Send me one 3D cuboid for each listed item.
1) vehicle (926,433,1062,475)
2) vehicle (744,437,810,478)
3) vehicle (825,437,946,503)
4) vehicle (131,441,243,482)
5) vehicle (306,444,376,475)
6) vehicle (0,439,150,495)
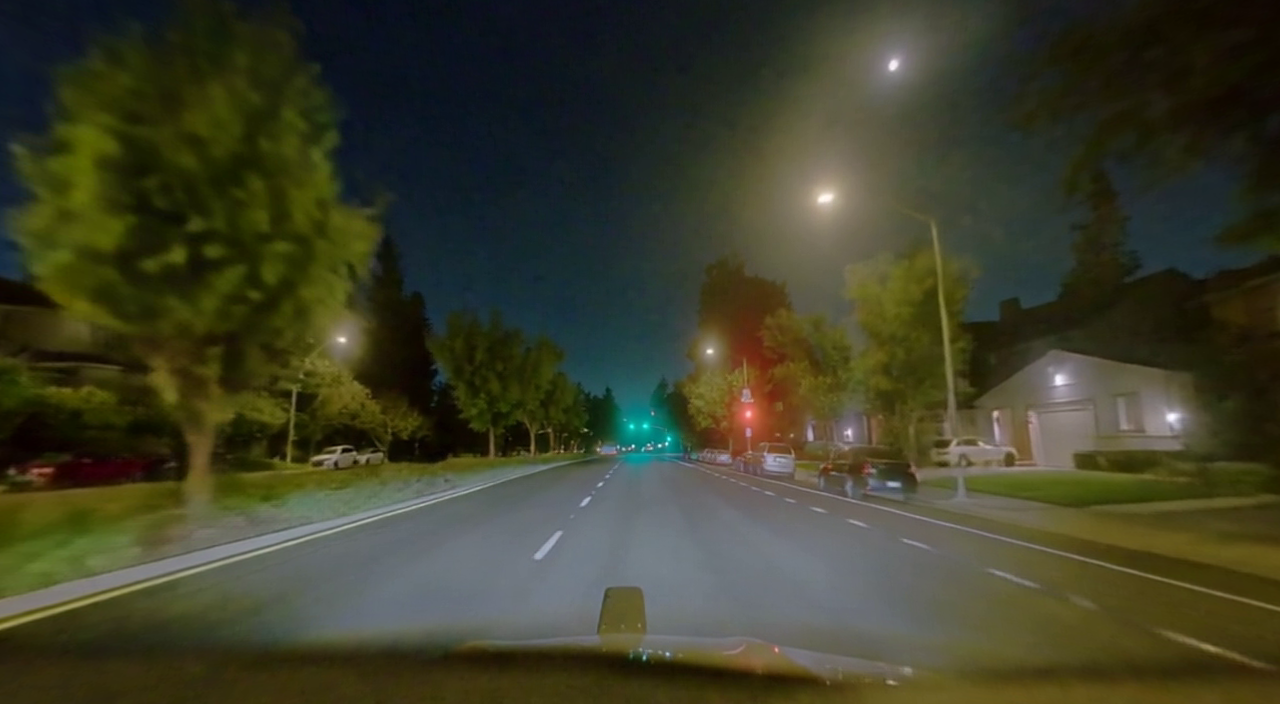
[{"bbox_3d":[15.118,4.379,27.056,4.554,1.727,2.085,0,-9,3],"label":"vehicle"},{"bbox_3d":[6.754,5.268,31.544,2.032,1.844,4.964,0,-9,-2],"label":"vehicle"},{"bbox_3d":[7.086,3.436,18.702,1.910,1.686,4.399,0,-9,2],"label":"vehicle"},{"bbox_3d":[-21.431,5.200,30.011,1.901,1.785,4.676,0,-9,-1],"label":"vehicle"},{"bbox_3d":[-20.873,7.467,44.085,2.196,1.854,5.677,-1,-7,-1],"label":"vehicle"},{"bbox_3d":[-21.367,4.251,23.612,1.990,1.844,4.902,0,-9,-2],"label":"vehicle"}]
